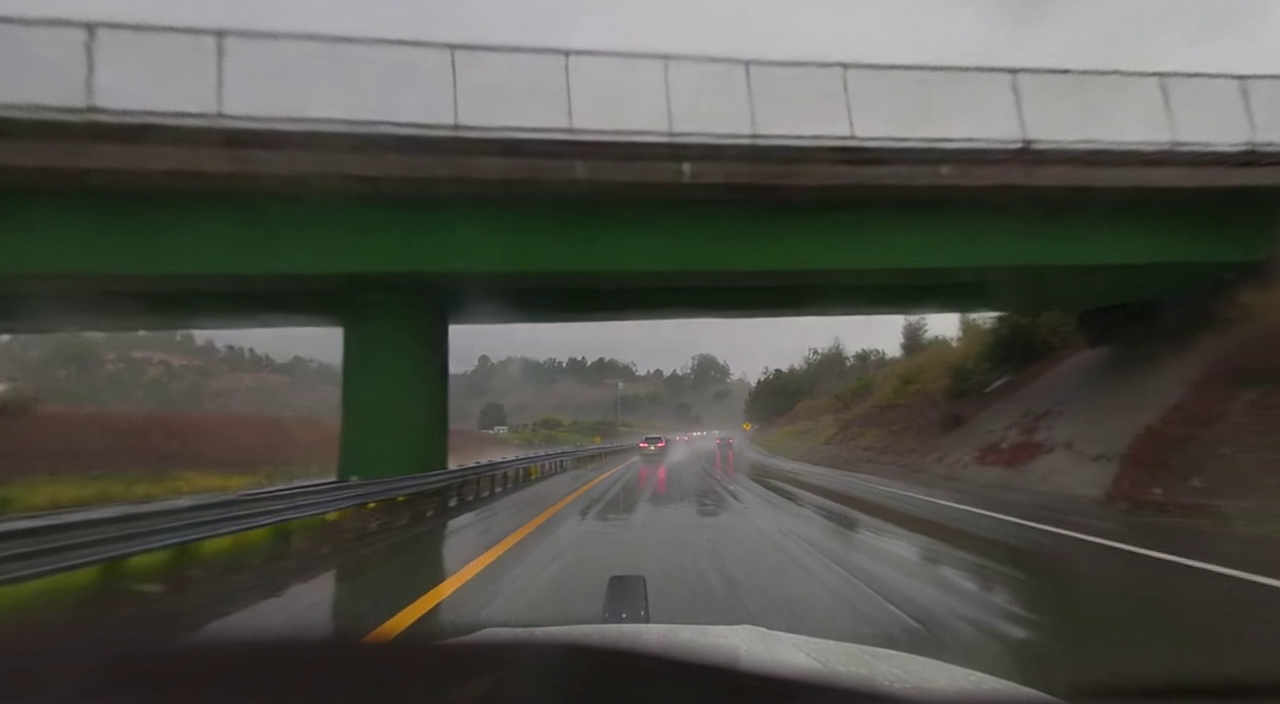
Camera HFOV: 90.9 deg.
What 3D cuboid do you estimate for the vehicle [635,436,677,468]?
[{"bbox_3d":[0.849,4.939,31.327,1.993,1.461,3.812,-1,-8,3],"label":"vehicle"}]
